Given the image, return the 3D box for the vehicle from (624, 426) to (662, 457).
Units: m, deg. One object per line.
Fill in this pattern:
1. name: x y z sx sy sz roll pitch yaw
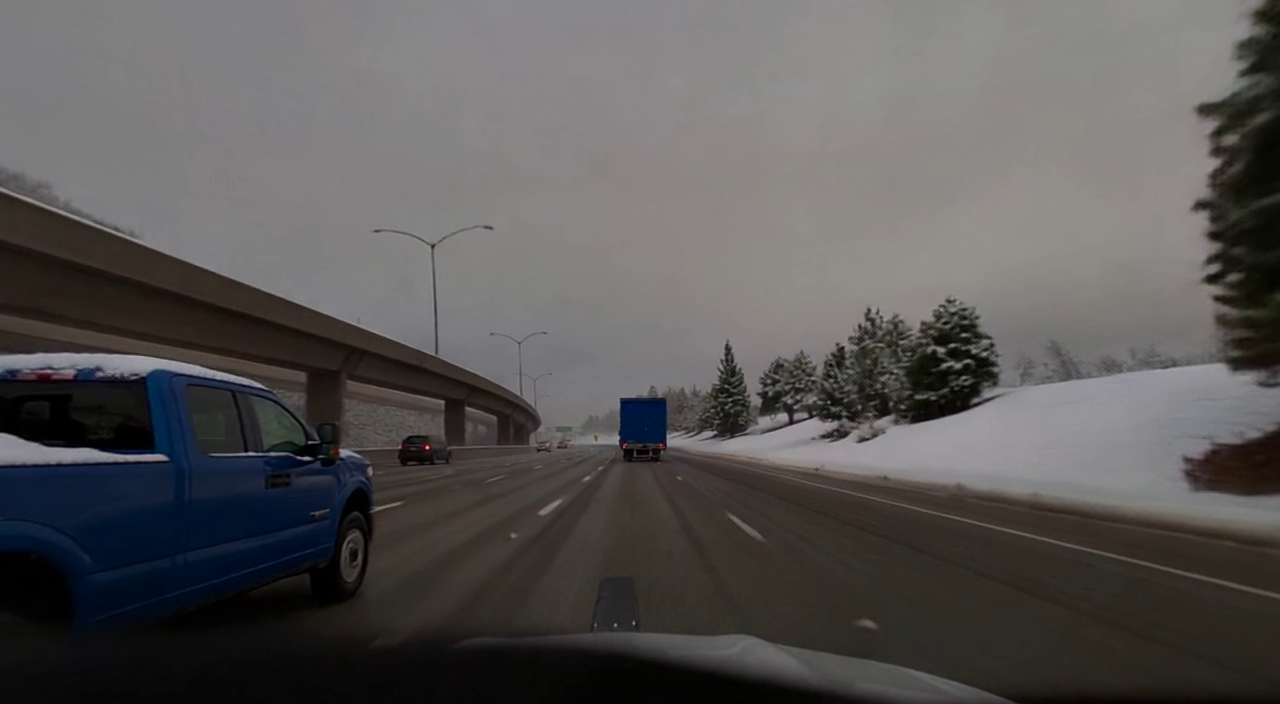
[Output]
1. vehicle: 0.123 5.189 36.501 2.052 1.666 4.358 0 -8 -2

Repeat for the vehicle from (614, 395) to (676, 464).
1. vehicle: 0.029 5.029 39.729 3.233 3.678 11.032 0 -9 -3

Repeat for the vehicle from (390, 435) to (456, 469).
1. vehicle: -11.058 5.138 32.507 1.919 1.625 4.183 0 -8 -1
